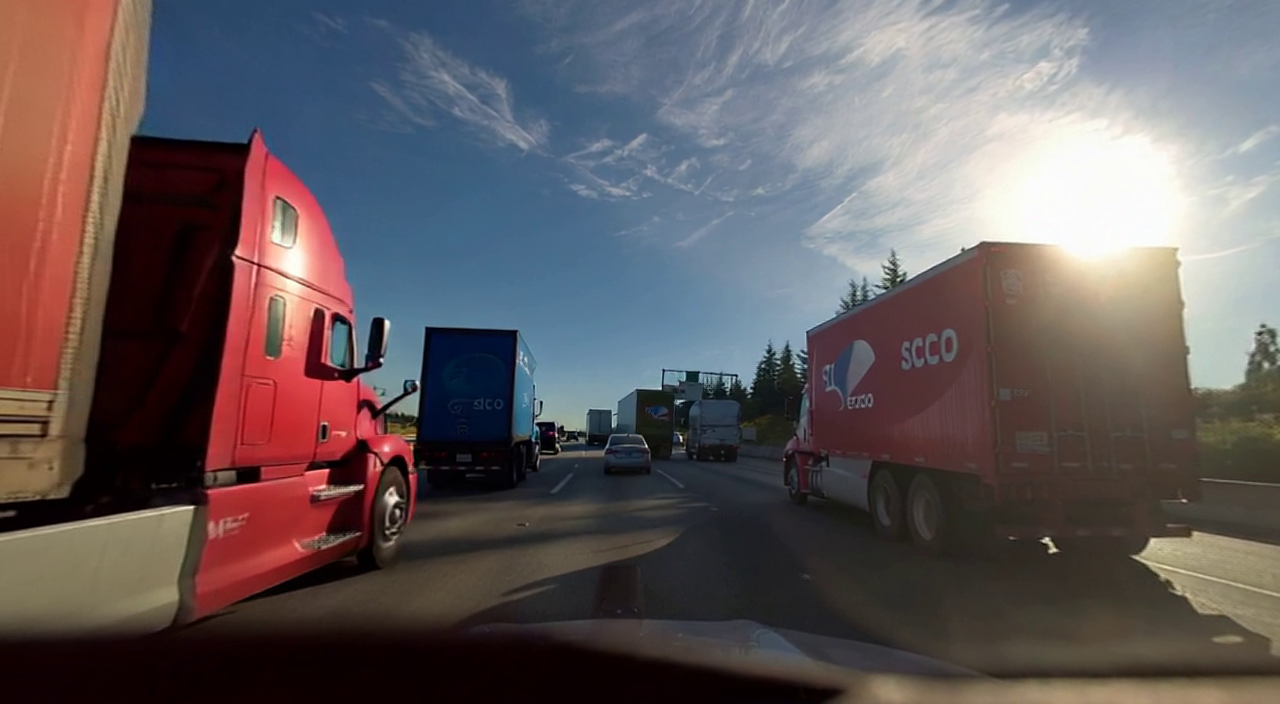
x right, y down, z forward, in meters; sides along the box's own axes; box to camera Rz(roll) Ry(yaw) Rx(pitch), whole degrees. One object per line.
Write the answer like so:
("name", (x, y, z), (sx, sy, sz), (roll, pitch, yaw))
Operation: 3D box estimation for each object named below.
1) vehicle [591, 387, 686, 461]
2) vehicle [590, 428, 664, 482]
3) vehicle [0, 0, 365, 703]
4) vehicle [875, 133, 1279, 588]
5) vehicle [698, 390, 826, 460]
("vehicle", (-0.577, 4.907, 41.931), (2.899, 4.112, 13.912), (2, -8, -15))
("vehicle", (-0.537, 3.252, 20.259), (2.060, 1.540, 4.374), (1, -8, -5))
("vehicle", (-3.617, -0.543, 0.659), (2.822, 3.788, 8.799), (0, -8, -1))
("vehicle", (7.228, 0.031, 5.472), (2.758, 4.032, 11.419), (3, -8, -20))
("vehicle", (7.748, 5.041, 42.660), (2.866, 4.057, 11.808), (3, -8, -19))
